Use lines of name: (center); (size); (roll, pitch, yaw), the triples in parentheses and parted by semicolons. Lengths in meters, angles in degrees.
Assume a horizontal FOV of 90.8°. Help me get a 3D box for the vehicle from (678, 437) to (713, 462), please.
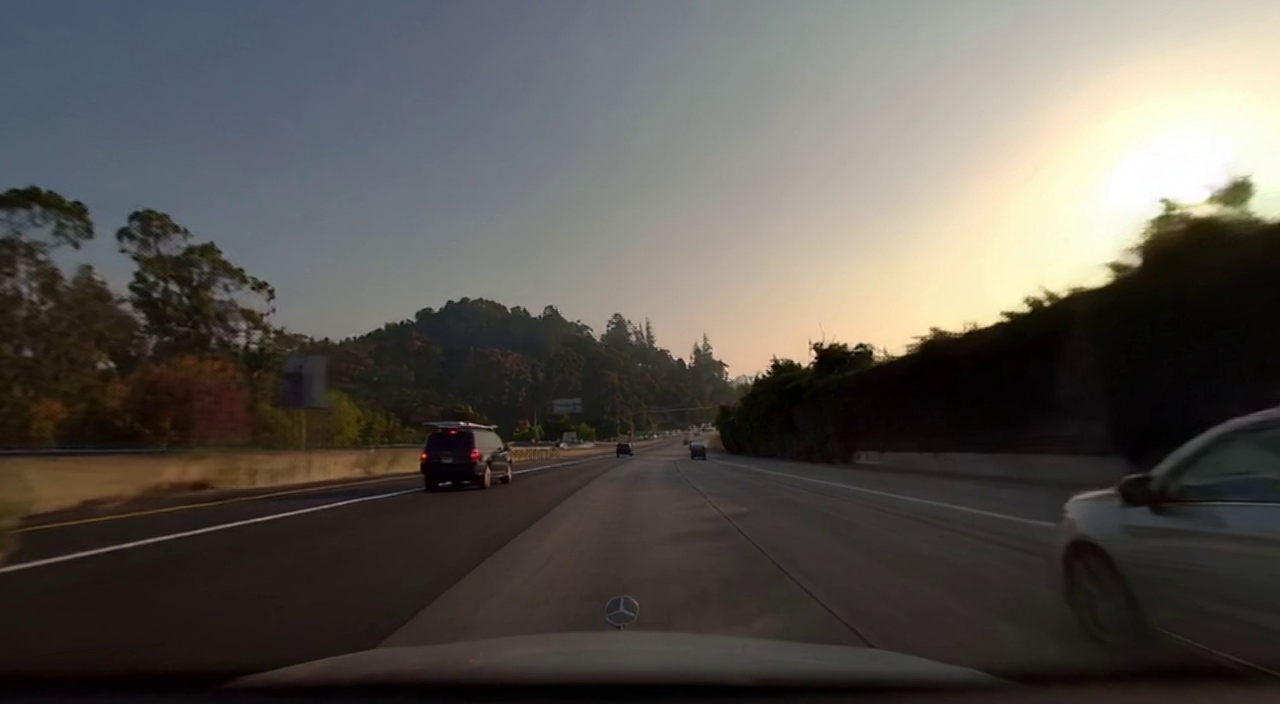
vehicle: (4.137, 7.400, 47.925); (2.211, 1.814, 4.404); (0, -8, 0)

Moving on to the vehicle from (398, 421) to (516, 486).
vehicle: (-6.433, 3.688, 23.179); (2.383, 2.048, 5.875); (-1, -8, 2)

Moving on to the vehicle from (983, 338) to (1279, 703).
vehicle: (3.515, 0.795, 2.257); (2.075, 1.743, 4.410); (0, -8, 0)
